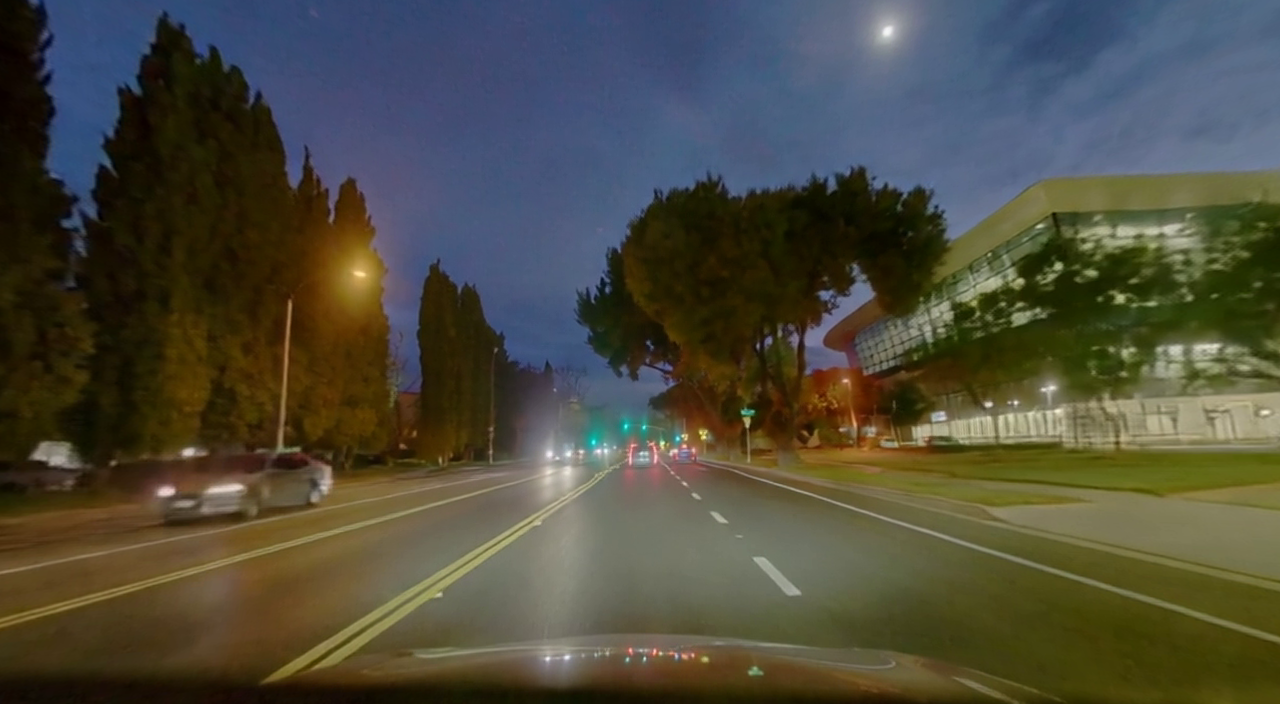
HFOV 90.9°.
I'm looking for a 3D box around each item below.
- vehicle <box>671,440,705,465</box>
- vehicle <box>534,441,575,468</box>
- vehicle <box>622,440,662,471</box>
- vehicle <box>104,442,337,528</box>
[{"bbox_3d":[3.498,7.419,46.727,2.189,1.766,4.495,0,-8,0],"label":"vehicle"},{"bbox_3d":[-6.102,7.366,45.582,2.247,1.825,4.618,0,-8,1],"label":"vehicle"},{"bbox_3d":[0.151,5.785,35.362,2.109,1.612,3.963,0,-8,1],"label":"vehicle"},{"bbox_3d":[-9.905,3.120,15.611,2.064,1.722,5.226,0,-8,1],"label":"vehicle"}]
